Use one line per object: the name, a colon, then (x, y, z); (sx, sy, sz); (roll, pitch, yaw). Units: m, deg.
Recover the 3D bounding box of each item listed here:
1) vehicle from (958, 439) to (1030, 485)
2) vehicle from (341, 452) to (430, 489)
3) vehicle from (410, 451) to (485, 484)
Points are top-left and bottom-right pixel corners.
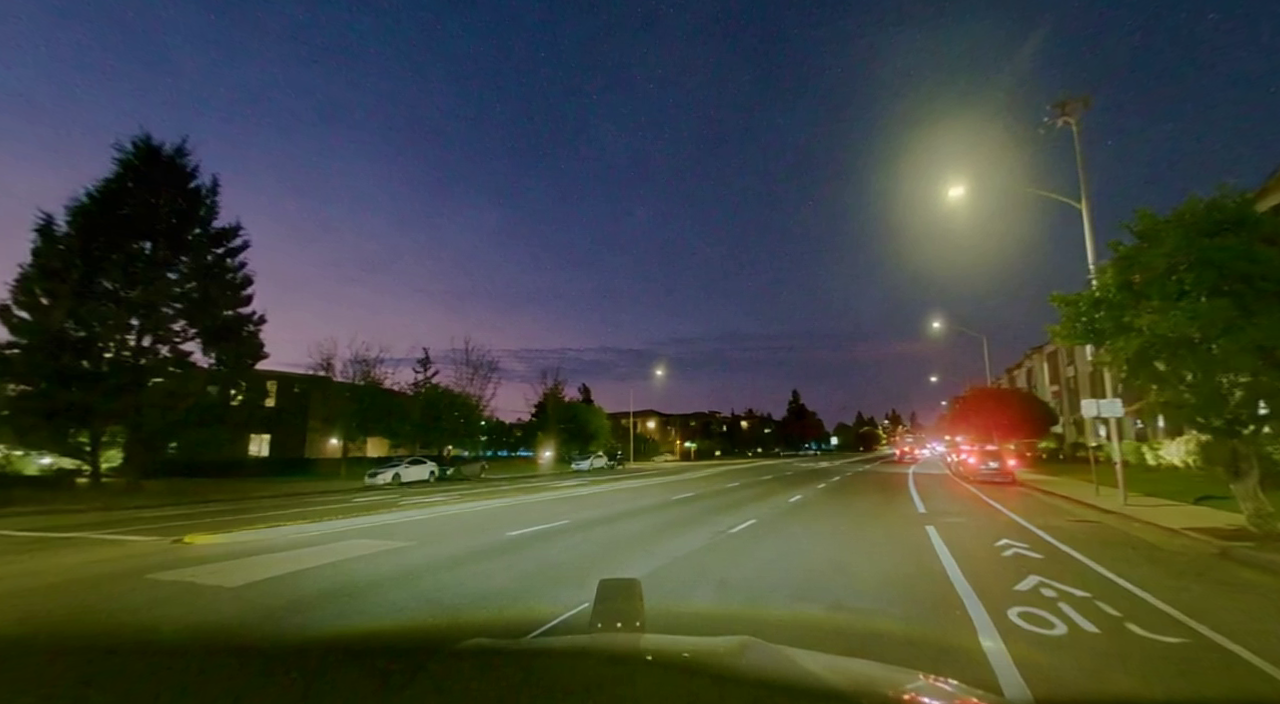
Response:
vehicle: (13.959, 4.323, 25.098); (2.011, 1.649, 4.001); (-4, -9, 23)
vehicle: (-13.125, 6.115, 32.844); (1.809, 1.677, 4.253); (-3, -9, 21)
vehicle: (-11.344, 6.785, 37.390); (1.886, 1.777, 4.273); (-4, -9, 23)
